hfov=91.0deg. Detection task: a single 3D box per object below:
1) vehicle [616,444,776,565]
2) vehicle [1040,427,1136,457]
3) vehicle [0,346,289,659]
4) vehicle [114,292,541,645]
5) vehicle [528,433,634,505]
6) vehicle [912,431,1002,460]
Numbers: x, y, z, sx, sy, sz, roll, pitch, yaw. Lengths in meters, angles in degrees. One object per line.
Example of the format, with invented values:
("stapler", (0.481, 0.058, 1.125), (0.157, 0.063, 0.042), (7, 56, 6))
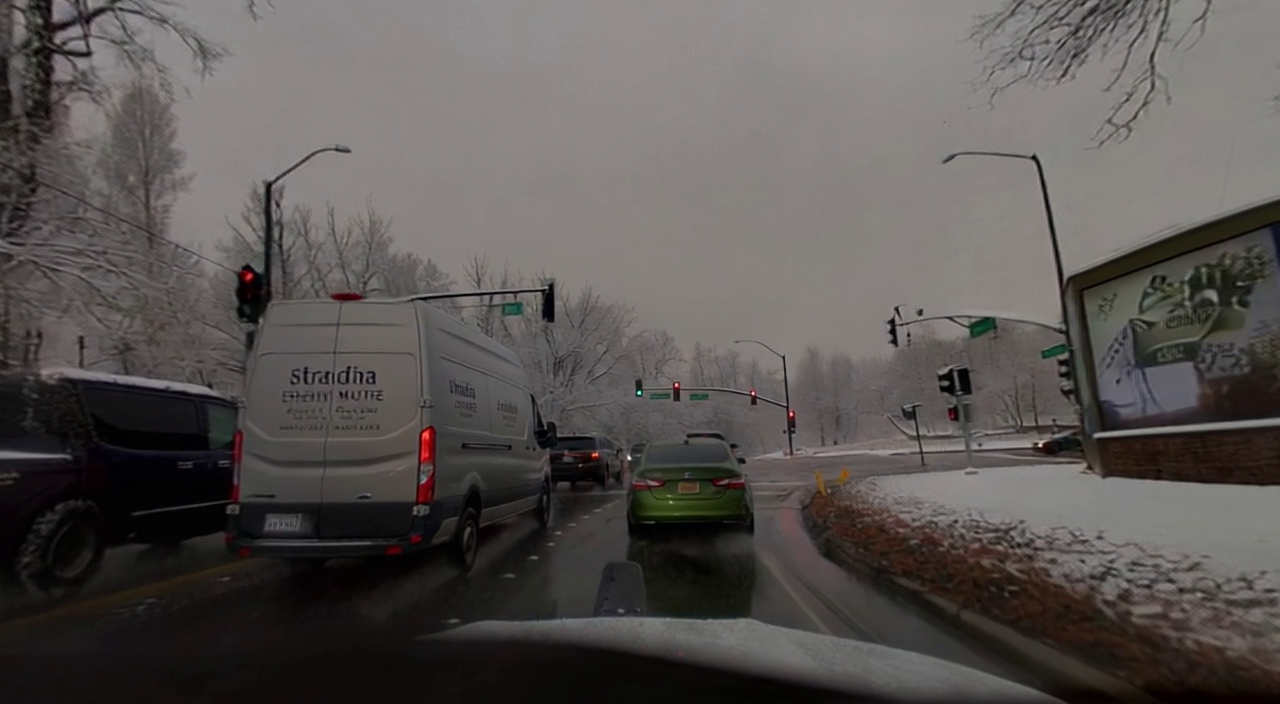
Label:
("vehicle", (1.085, 2.596, 11.641), (2.398, 1.773, 4.254), (-1, -8, 7))
("vehicle", (31.324, 6.322, 44.118), (5.084, 2.041, 2.360), (1, -9, -8))
("vehicle", (-6.018, 1.315, 5.955), (2.352, 2.333, 5.197), (0, -8, 0))
("vehicle", (-3.124, 1.379, 8.347), (2.555, 3.035, 5.702), (0, -8, 1))
("vehicle", (-1.617, 3.466, 19.123), (2.130, 1.876, 4.445), (-1, -9, 9))
("vehicle", (21.345, 6.326, 42.461), (5.021, 1.848, 2.210), (1, -9, -10))
